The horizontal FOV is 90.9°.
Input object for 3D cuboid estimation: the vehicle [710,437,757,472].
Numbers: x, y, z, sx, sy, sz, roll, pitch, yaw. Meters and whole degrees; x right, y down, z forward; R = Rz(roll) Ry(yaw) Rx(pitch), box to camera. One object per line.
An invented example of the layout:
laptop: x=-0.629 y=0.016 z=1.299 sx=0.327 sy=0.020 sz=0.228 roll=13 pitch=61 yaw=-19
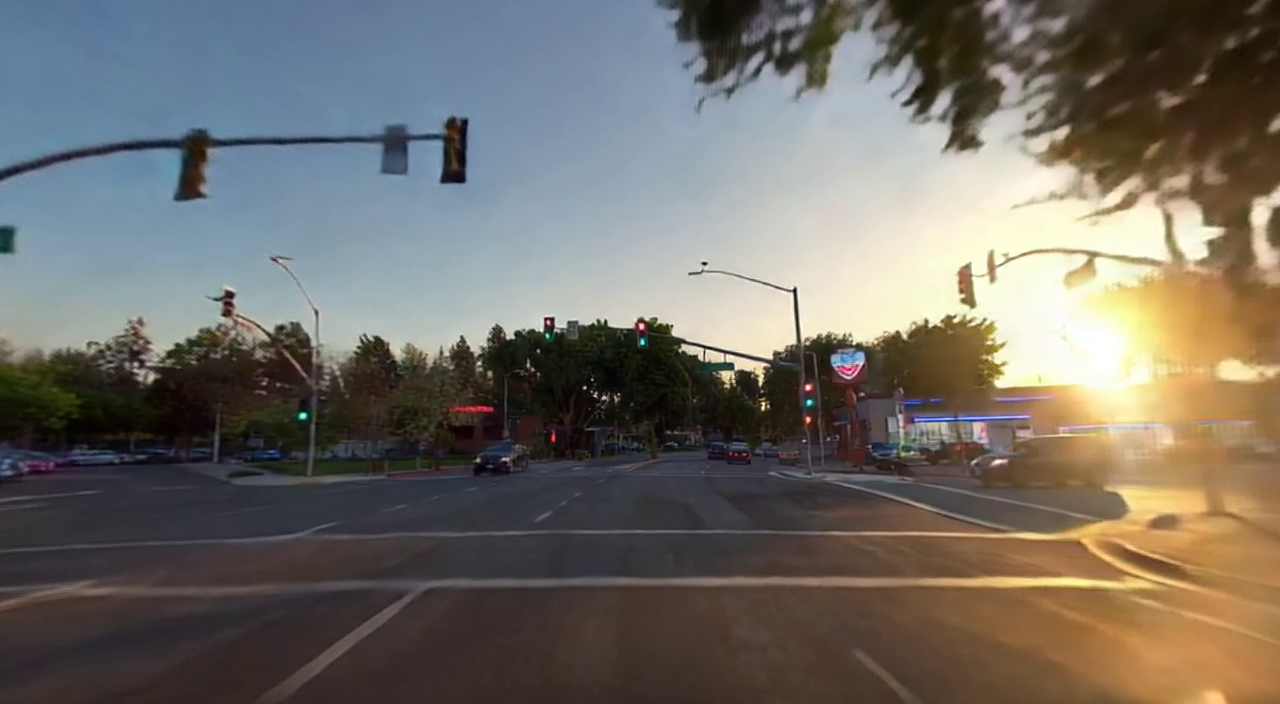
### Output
vehicle: x=4.910 y=5.469 z=33.761 sx=2.311 sy=1.715 sz=4.287 roll=-1 pitch=-8 yaw=6

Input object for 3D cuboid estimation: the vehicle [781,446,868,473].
vehicle: x=10.526 y=6.137 z=36.241 sx=1.938 sy=1.466 sz=4.434 roll=6 pitch=-10 yaw=-36

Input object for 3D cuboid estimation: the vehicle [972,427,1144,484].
vehicle: x=15.244 y=3.789 z=23.218 sx=4.713 sy=1.969 sz=2.201 roll=0 pitch=-8 yaw=-2

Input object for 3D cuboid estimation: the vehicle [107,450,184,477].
vehicle: x=-36.277 y=8.179 z=46.401 sx=2.122 sy=1.801 sz=4.427 roll=0 pitch=-8 yaw=-1

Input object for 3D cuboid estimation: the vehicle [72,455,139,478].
vehicle: x=-39.205 y=8.389 z=46.312 sx=1.799 sy=1.452 sz=3.649 roll=-2 pitch=-7 yaw=-1

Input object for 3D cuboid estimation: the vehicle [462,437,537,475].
vehicle: x=-6.734 y=5.042 z=30.712 sx=2.309 sy=1.702 sz=4.323 roll=-1 pitch=-8 yaw=5

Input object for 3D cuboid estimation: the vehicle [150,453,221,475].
vehicle: x=-33.786 y=8.328 z=47.011 sx=1.802 sy=1.442 sz=4.601 roll=0 pitch=-8 yaw=2
